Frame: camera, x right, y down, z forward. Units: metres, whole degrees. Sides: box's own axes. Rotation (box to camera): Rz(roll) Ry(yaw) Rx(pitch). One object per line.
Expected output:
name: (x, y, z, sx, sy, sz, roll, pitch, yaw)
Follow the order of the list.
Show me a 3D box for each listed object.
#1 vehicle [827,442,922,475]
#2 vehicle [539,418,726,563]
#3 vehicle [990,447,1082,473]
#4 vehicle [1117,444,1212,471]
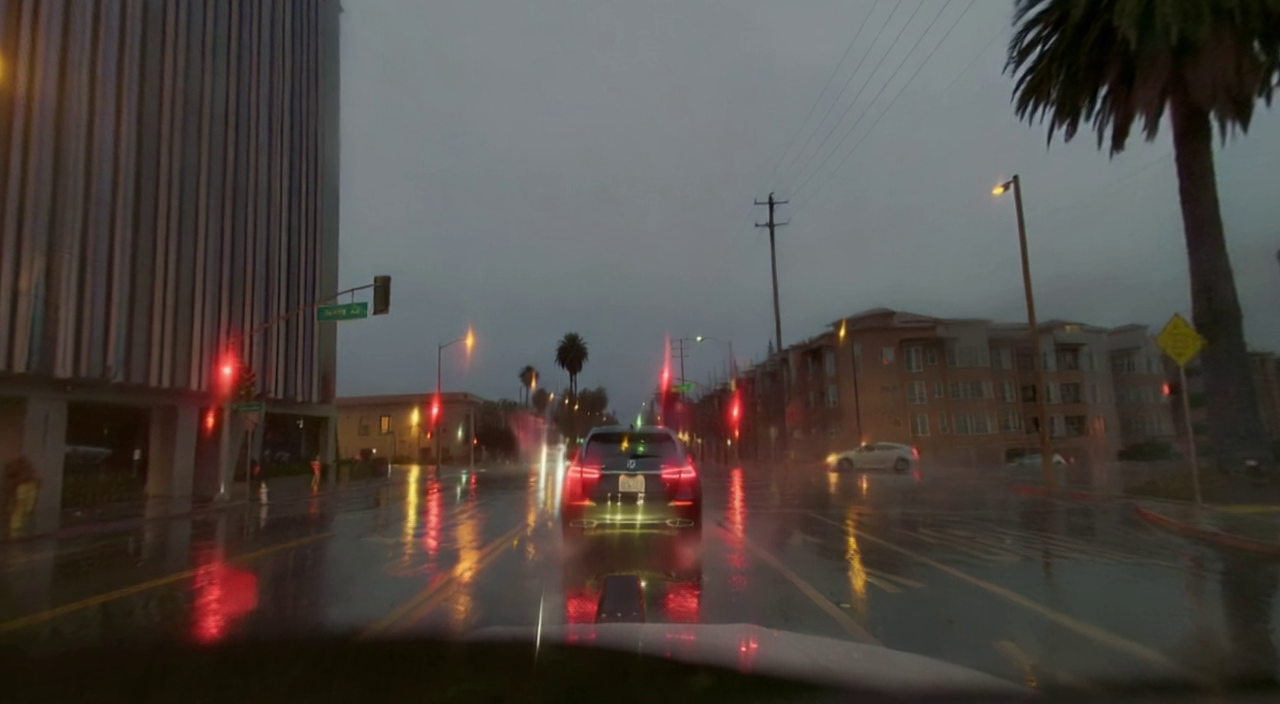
vehicle: (13.082, 5.985, 35.569, 4.649, 1.760, 2.029, -2, -9, 12)
vehicle: (-0.089, 1.873, 9.224, 2.144, 1.643, 3.770, 0, -8, 0)
vehicle: (24.193, 6.600, 38.688, 4.417, 1.462, 1.761, 0, -8, -1)
vehicle: (32.134, 6.469, 38.780, 4.234, 1.613, 1.812, 0, -8, -1)
